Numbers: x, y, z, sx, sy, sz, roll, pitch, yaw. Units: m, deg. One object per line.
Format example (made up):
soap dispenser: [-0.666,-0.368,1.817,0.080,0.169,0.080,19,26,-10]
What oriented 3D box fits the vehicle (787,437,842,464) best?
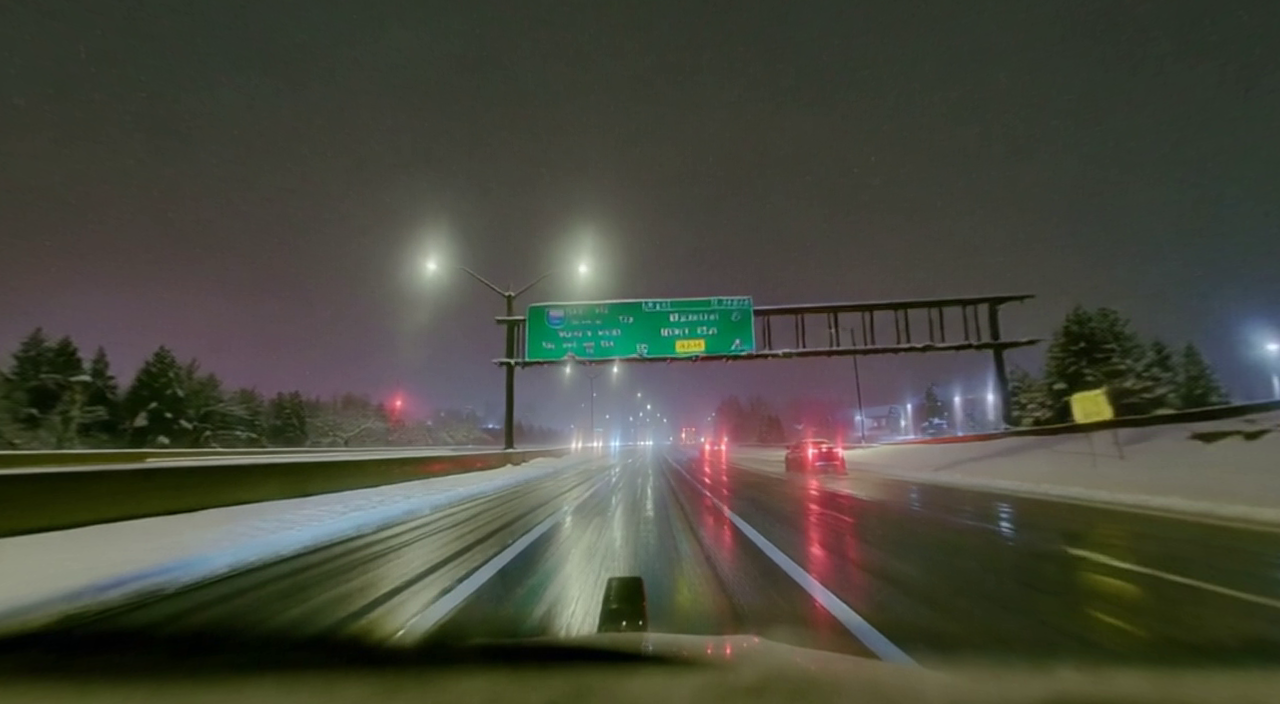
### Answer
vehicle: [10.496,5.951,38.348,2.000,1.514,4.585,0,-8,0]
